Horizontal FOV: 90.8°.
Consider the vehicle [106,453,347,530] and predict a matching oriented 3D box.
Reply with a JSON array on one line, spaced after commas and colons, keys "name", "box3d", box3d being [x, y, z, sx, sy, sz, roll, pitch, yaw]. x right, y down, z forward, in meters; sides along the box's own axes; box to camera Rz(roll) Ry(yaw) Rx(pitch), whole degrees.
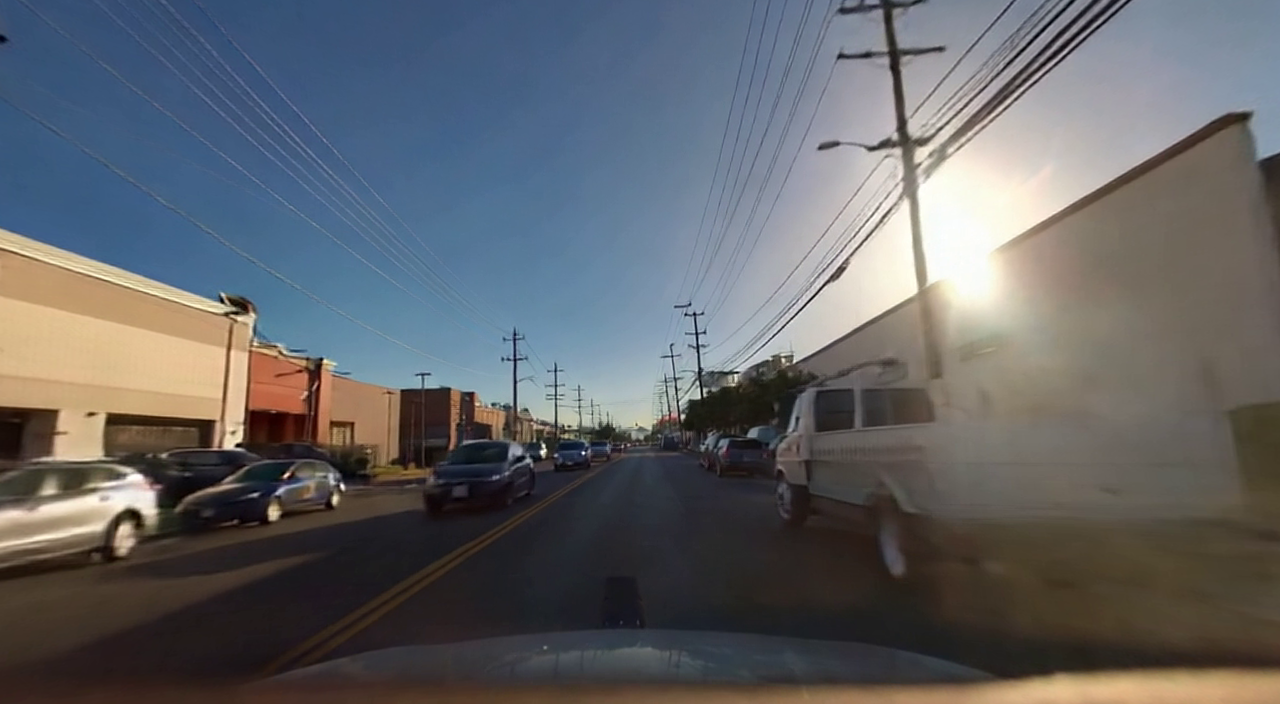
[{"name": "vehicle", "box3d": [-10.360, 3.503, 16.199, 4.757, 1.537, 1.957, -2, -8, -5]}]

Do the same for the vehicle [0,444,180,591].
[{"name": "vehicle", "box3d": [-8.241, 2.037, 7.619, 1.954, 1.622, 4.761, -5, -8, -1]}]

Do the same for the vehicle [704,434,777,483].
[{"name": "vehicle", "box3d": [3.846, 4.155, 25.014, 2.092, 1.730, 4.595, 0, -9, 0]}]

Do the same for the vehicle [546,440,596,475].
[{"name": "vehicle", "box3d": [-3.603, 5.642, 33.983, 2.100, 1.723, 4.433, -1, -9, 1]}]

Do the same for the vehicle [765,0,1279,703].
[{"name": "vehicle", "box3d": [3.507, 0.324, 6.188, 2.874, 3.757, 8.612, 2, -9, 1]}]

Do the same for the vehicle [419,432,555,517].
[{"name": "vehicle", "box3d": [-3.381, 2.794, 14.872, 2.061, 1.679, 4.042, -1, -9, 2]}]
